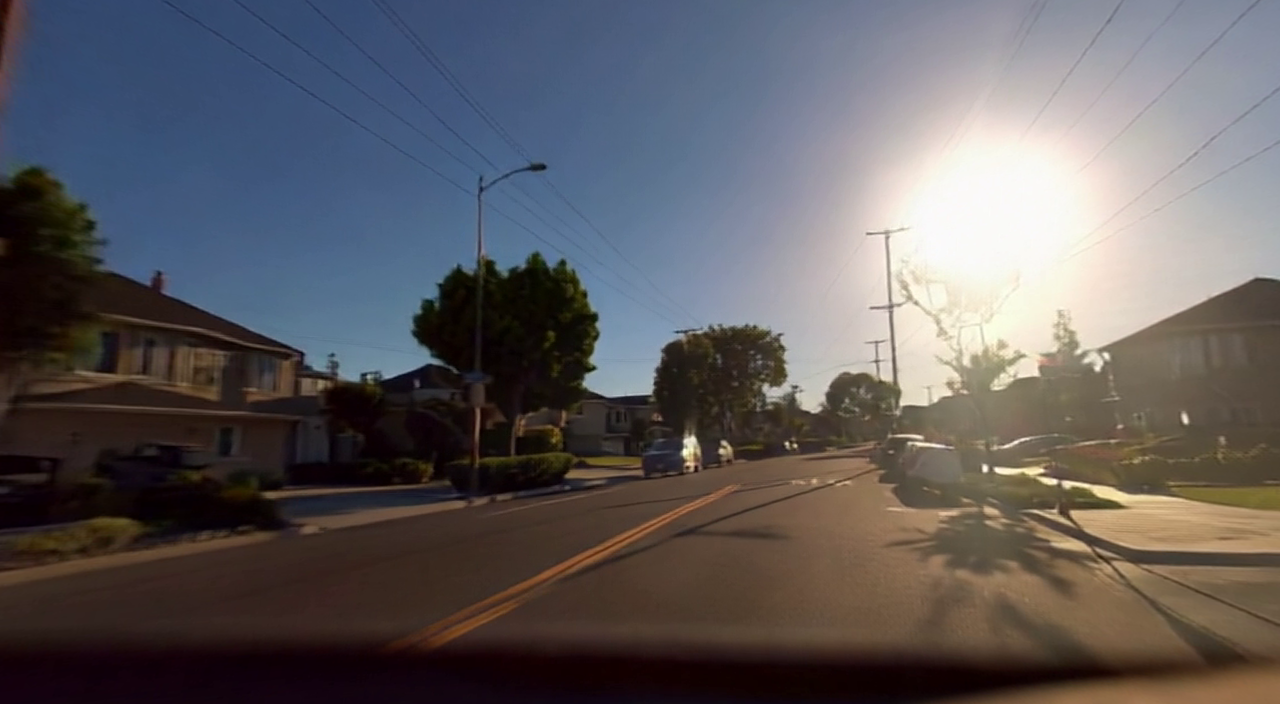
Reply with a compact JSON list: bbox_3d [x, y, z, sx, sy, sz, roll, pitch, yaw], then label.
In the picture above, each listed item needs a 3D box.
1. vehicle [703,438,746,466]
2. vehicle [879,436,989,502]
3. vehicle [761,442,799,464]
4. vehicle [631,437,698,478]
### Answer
[{"bbox_3d":[6.134,7.149,45.330,2.120,1.799,5.370,-4,-9,17],"label":"vehicle"},{"bbox_3d":[7.637,3.027,16.856,2.014,1.482,4.599,-3,-9,17],"label":"vehicle"},{"bbox_3d":[9.750,6.953,43.582,2.079,1.441,4.541,-3,-9,18],"label":"vehicle"},{"bbox_3d":[1.257,4.959,30.076,2.027,1.695,4.437,-6,-9,16],"label":"vehicle"}]
